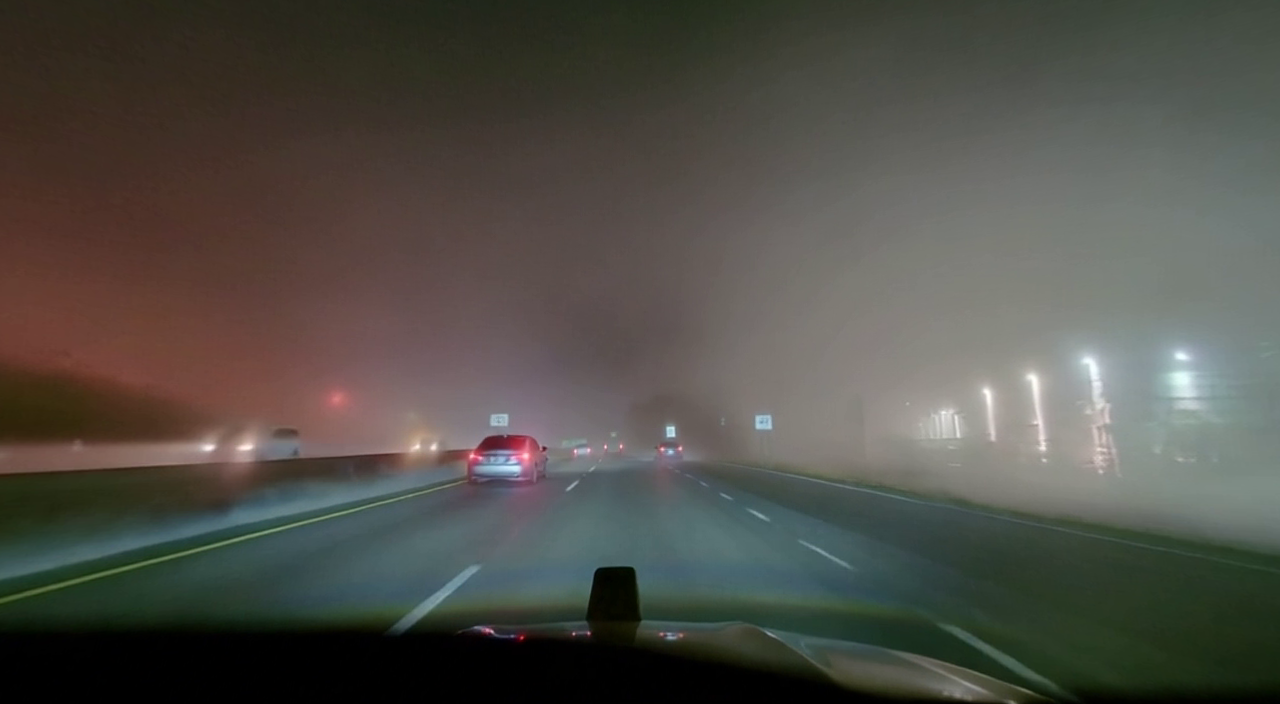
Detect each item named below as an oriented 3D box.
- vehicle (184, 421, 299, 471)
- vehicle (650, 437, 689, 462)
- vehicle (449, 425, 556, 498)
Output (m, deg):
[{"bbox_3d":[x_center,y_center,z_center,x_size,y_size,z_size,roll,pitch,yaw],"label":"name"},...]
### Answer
[{"bbox_3d":[-17.403,4.117,27.830,2.115,1.986,4.769,0,-8,-3],"label":"vehicle"},{"bbox_3d":[1.993,6.790,43.851,2.078,1.608,3.982,0,-8,-6],"label":"vehicle"},{"bbox_3d":[-3.635,2.966,17.480,2.080,1.733,4.410,0,-8,-1],"label":"vehicle"}]
